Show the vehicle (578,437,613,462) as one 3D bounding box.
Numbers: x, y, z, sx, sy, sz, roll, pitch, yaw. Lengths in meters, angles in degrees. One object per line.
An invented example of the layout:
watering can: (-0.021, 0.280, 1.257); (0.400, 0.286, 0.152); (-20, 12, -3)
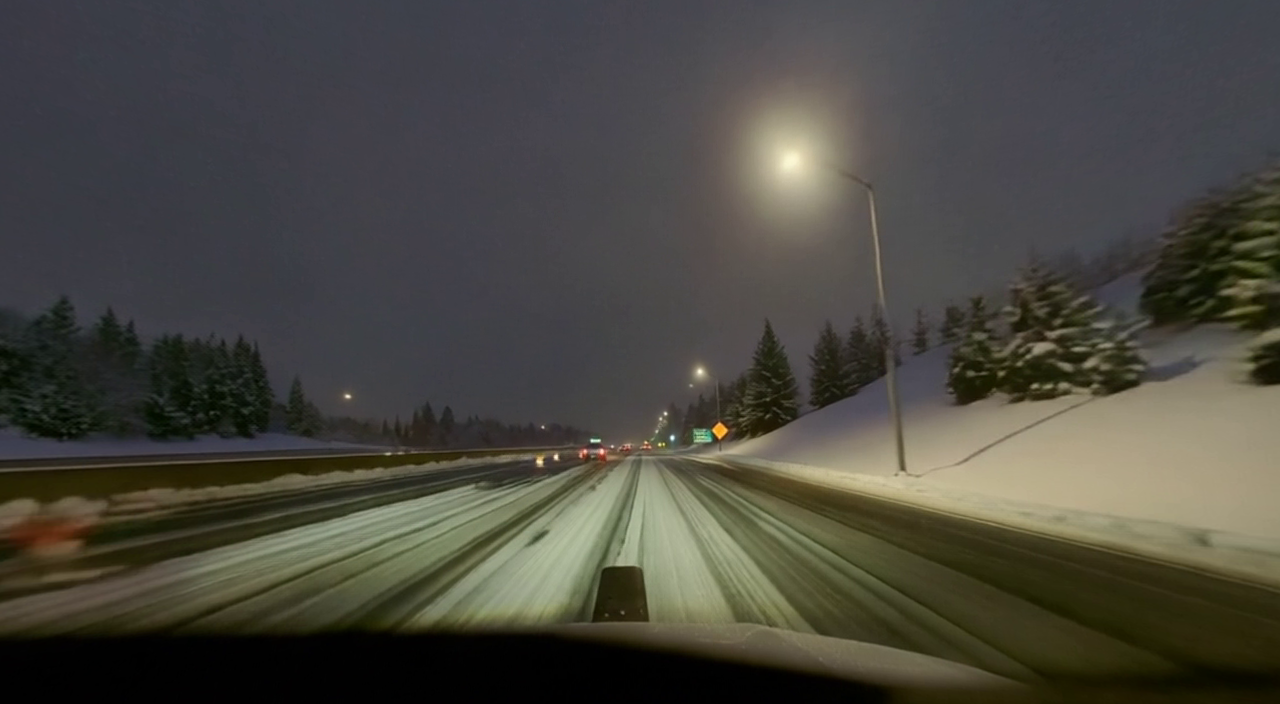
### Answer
vehicle: (-3.042, 6.779, 43.667); (2.078, 1.629, 4.059); (0, -8, 1)
